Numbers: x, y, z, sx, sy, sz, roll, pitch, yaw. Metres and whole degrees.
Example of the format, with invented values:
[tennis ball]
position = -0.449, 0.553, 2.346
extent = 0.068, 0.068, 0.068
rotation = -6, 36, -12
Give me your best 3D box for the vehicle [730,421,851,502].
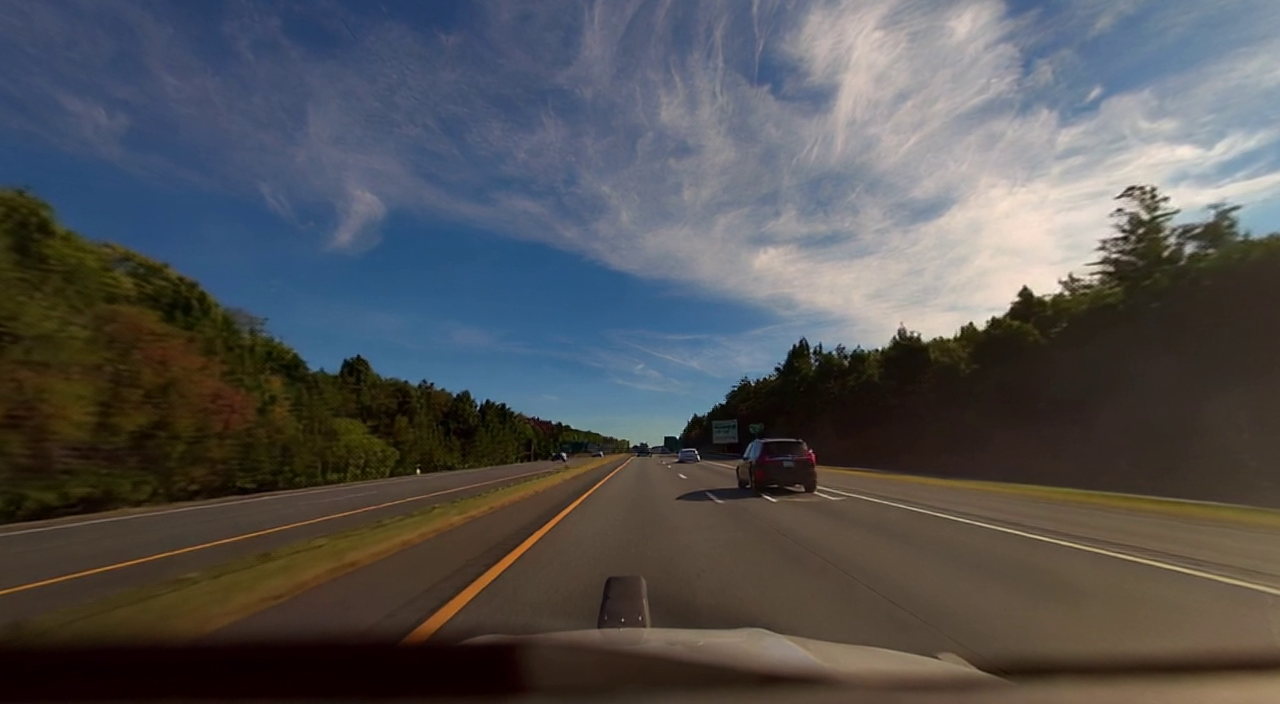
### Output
[vehicle]
position = 4.119, 3.121, 18.304
extent = 2.189, 2.007, 4.872
rotation = 0, -9, -1
